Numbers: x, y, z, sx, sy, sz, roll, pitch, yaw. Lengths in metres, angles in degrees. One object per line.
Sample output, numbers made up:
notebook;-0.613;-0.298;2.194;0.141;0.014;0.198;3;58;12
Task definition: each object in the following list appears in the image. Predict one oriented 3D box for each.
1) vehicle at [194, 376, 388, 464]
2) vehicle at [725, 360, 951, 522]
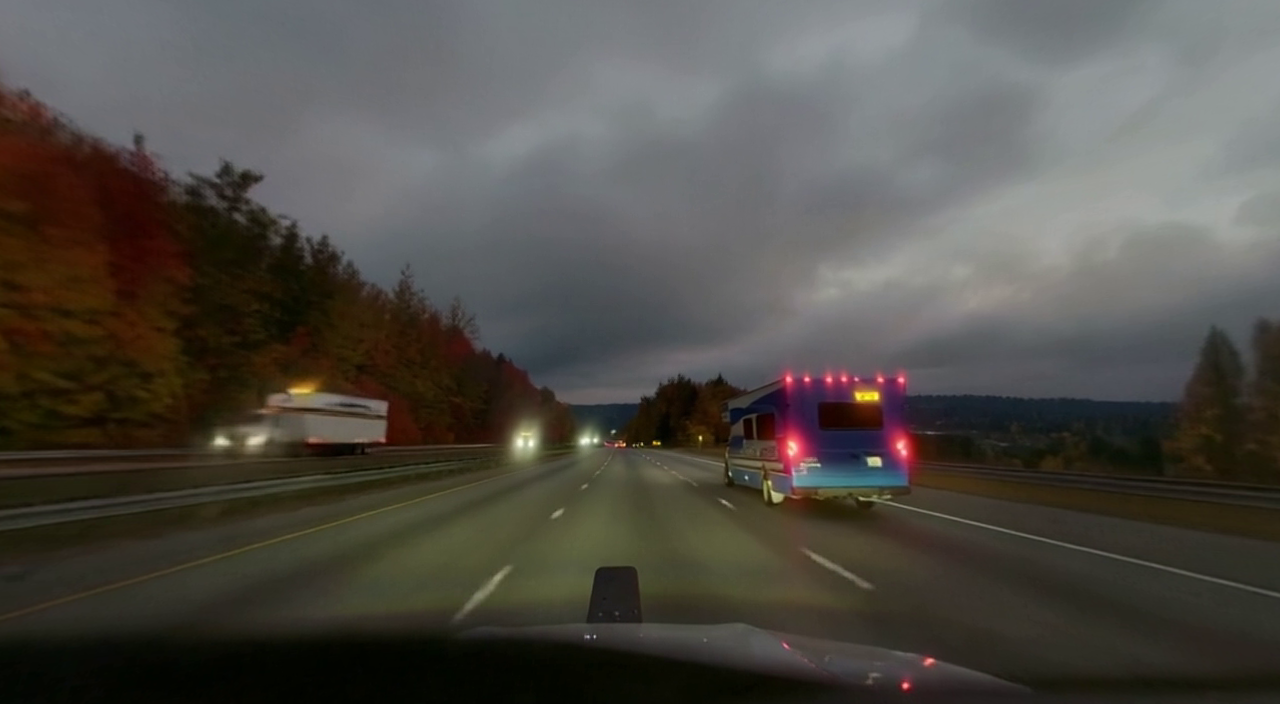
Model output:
vehicle;-18.833;4.052;35.939;3.191;4.003;14.214;0;-8;-1
vehicle;4.020;2.049;14.820;2.815;2.876;7.101;0;-8;-1
